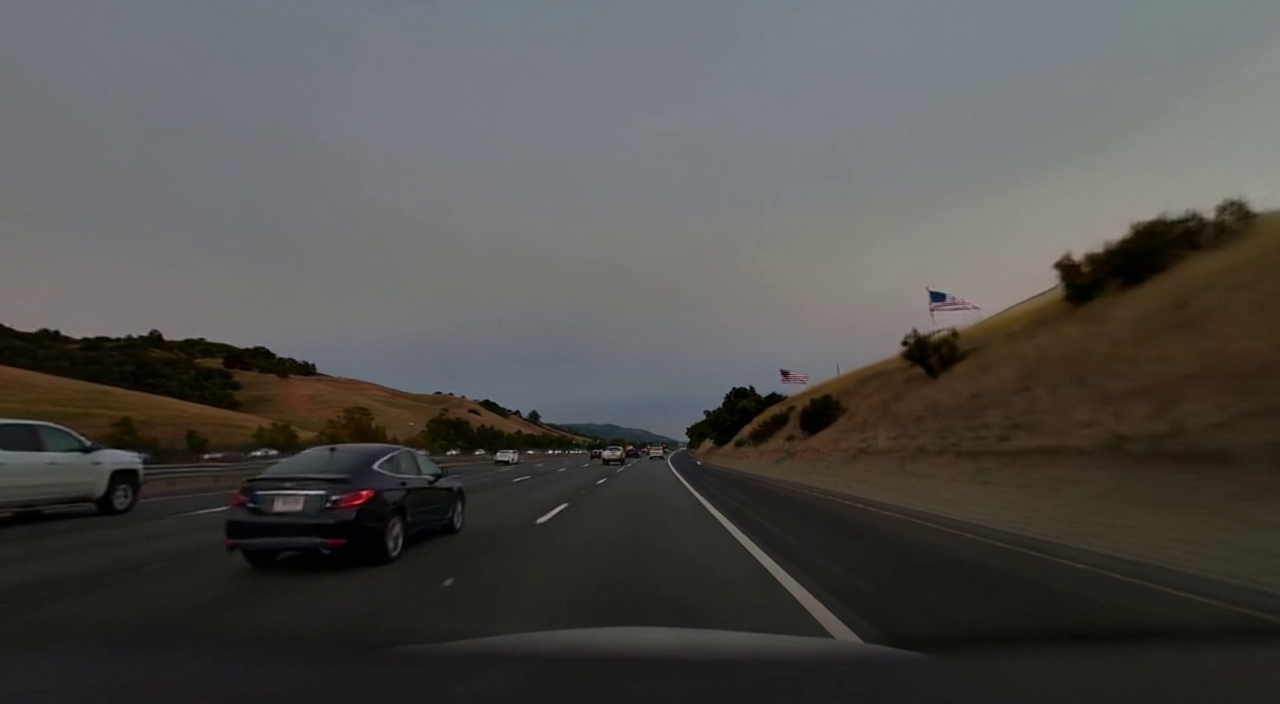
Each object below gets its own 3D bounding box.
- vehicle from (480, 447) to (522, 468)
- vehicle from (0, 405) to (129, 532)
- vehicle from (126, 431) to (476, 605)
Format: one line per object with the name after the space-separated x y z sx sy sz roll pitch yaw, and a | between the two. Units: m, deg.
-10.230 7.799 46.834 1.927 1.454 4.395 -1 -8 3 | vehicle
-11.137 1.769 9.446 2.284 1.966 5.406 -1 -8 2 | vehicle
-3.509 1.760 7.641 1.896 1.491 4.146 0 -8 0 | vehicle
